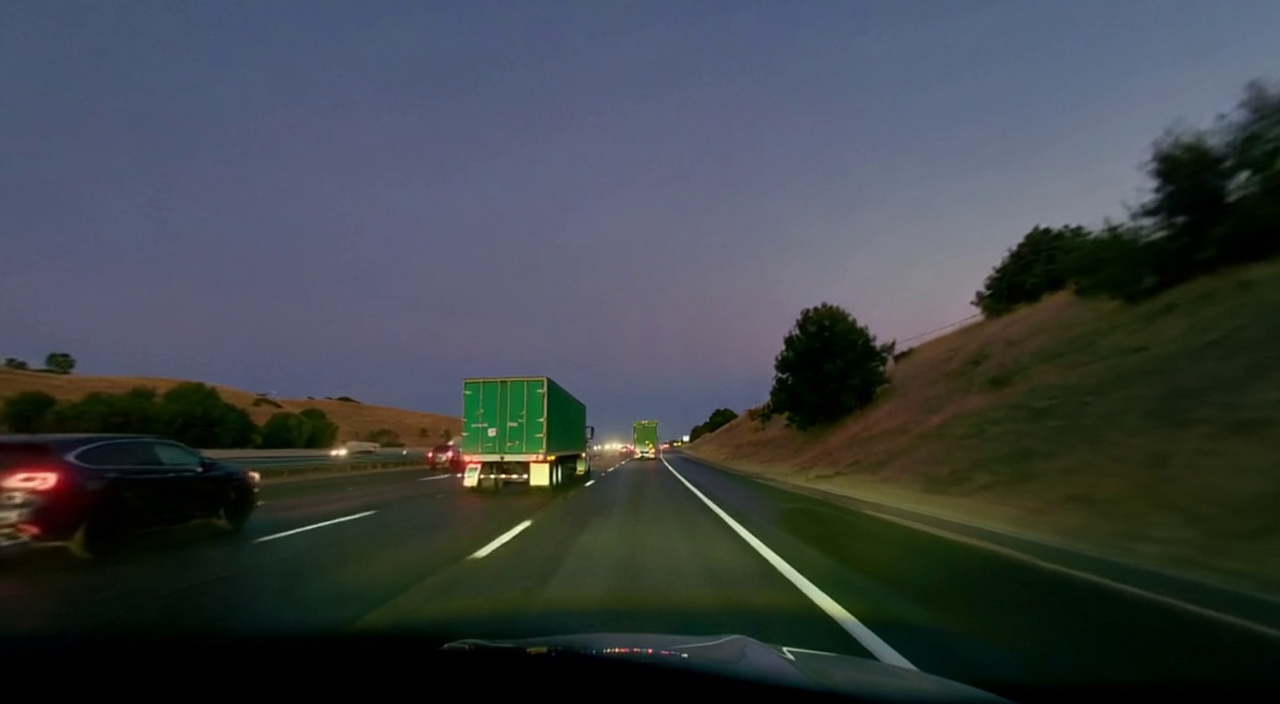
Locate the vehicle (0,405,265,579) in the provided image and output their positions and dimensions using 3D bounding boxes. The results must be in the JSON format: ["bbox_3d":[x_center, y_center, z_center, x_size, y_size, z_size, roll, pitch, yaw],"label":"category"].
[{"bbox_3d":[-7.456,1.689,8.228,2.125,1.725,4.715,0,-9,0],"label":"vehicle"}]

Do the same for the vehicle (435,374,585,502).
[{"bbox_3d":[-3.814,3.034,21.750,2.789,3.271,10.894,0,-9,0],"label":"vehicle"}]
